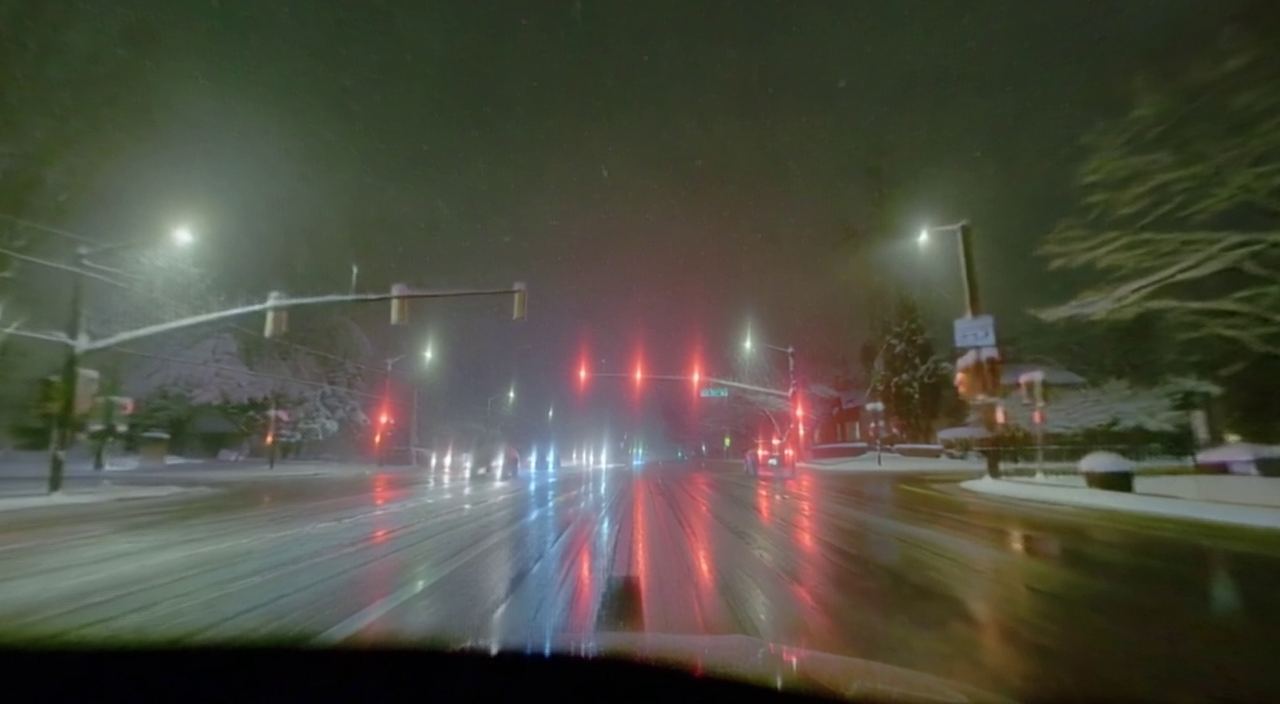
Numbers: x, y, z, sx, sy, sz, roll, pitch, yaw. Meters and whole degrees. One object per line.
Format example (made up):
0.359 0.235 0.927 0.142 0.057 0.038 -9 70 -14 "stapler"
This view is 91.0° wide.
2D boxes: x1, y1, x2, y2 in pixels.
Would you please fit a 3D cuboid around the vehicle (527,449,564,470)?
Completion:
-7.281 8.331 49.025 1.991 1.506 4.659 0 -9 2 "vehicle"

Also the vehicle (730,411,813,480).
6.777 5.004 33.607 2.802 3.208 7.459 0 -9 0 "vehicle"

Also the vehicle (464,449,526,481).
-7.208 5.652 31.793 1.986 1.481 4.602 0 -9 1 "vehicle"
